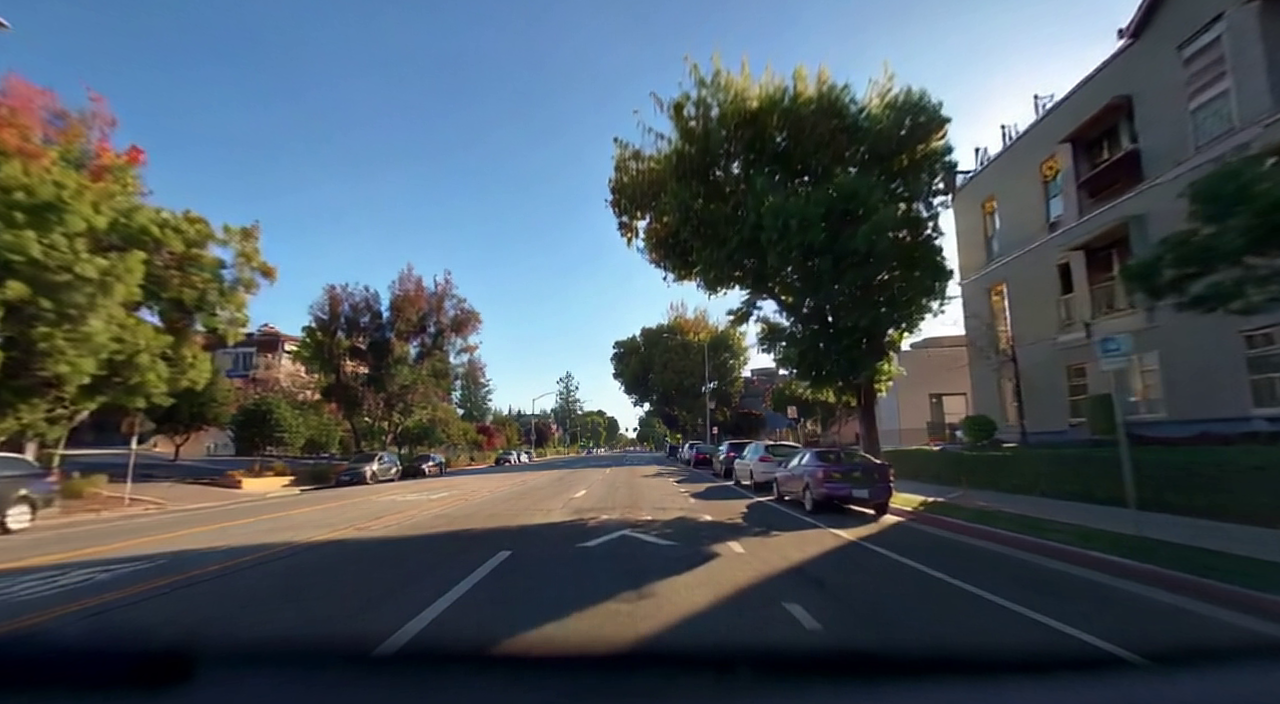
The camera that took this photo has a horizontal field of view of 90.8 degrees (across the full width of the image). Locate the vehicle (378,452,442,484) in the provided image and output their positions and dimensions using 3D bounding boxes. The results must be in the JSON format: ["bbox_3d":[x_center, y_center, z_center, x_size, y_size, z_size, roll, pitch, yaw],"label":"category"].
[{"bbox_3d":[-14.007,7.073,38.819,2.239,1.645,4.700,-2,-8,-1],"label":"vehicle"}]

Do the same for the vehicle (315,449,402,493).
[{"bbox_3d":[-13.687,5.773,31.124,2.220,1.747,4.980,-2,-8,-2],"label":"vehicle"}]

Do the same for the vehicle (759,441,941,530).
[{"bbox_3d":[3.996,2.609,13.096,2.100,1.478,4.816,0,-8,0],"label":"vehicle"}]

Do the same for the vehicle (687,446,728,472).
[{"bbox_3d":[4.013,6.410,38.058,1.845,1.443,4.531,0,-8,-2],"label":"vehicle"}]
